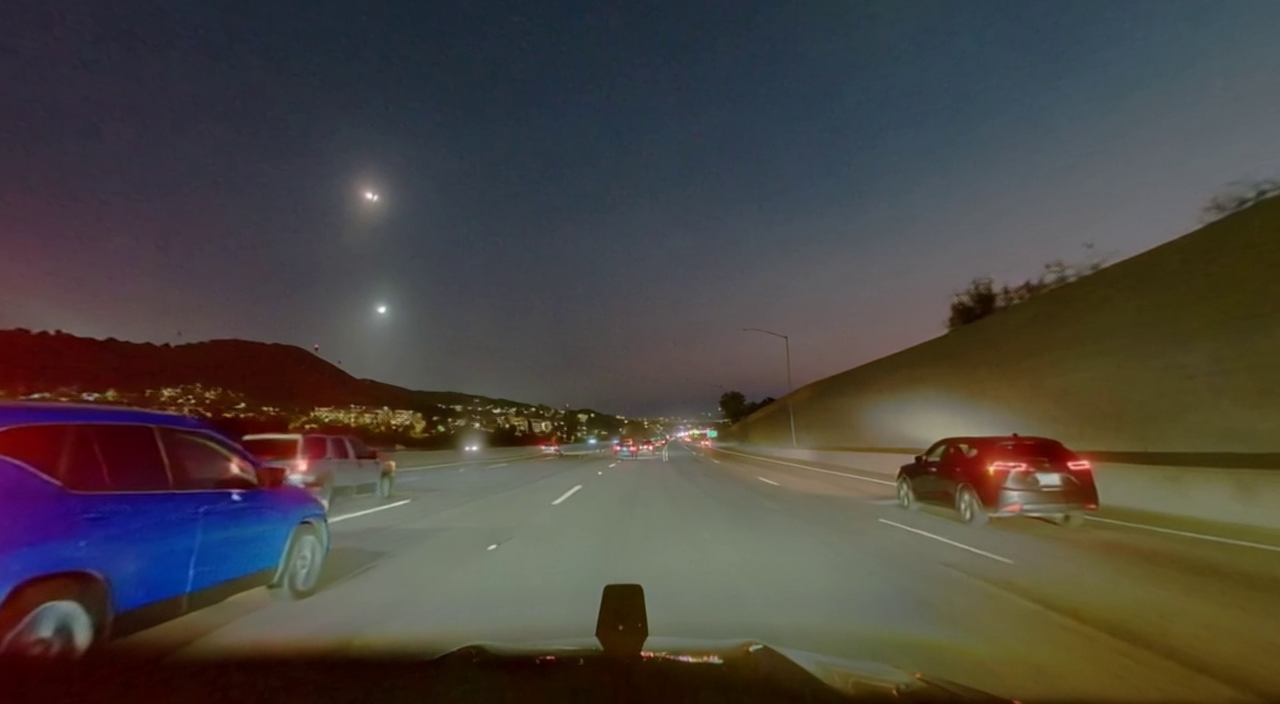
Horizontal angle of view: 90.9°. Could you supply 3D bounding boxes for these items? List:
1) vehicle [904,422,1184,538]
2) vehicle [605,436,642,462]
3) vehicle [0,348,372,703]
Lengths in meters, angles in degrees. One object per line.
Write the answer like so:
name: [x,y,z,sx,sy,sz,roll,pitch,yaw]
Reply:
vehicle: [6.776,2.175,11.397,2.122,1.646,4.491,-1,-8,1]
vehicle: [-1.148,7.273,47.476,2.172,1.824,5.031,-1,-8,6]
vehicle: [-3.964,1.028,3.981,2.210,1.730,5.133,-1,-8,1]
